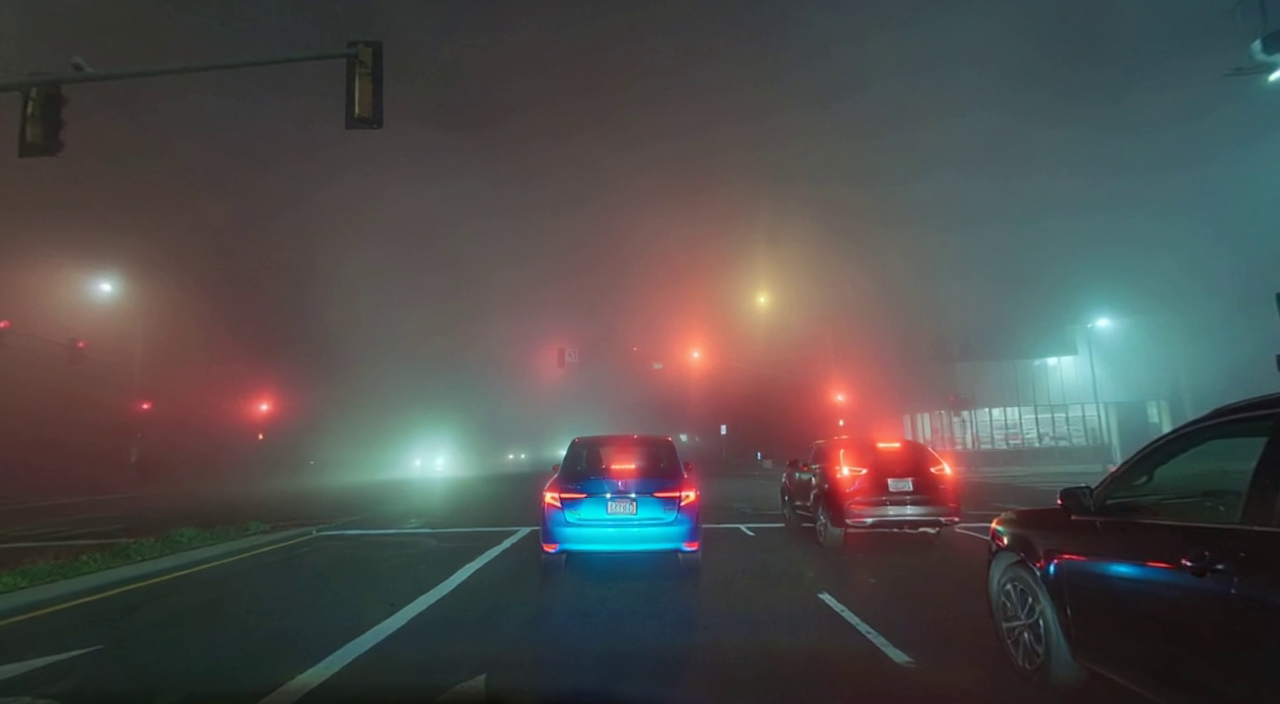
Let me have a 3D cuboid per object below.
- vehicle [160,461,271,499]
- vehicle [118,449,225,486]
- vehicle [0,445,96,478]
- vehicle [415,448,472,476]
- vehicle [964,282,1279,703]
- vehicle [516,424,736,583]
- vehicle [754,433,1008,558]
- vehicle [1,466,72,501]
[{"bbox_3d":[-19.075,5.760,28.702,1.942,1.453,4.448,0,-9,0],"label":"vehicle"},{"bbox_3d":[-27.480,6.752,37.359,2.300,1.932,5.056,-1,-8,2],"label":"vehicle"},{"bbox_3d":[-35.655,6.449,37.430,2.145,1.797,5.198,-1,-9,1],"label":"vehicle"},{"bbox_3d":[-11.674,6.558,37.877,1.887,1.516,4.524,0,-8,1],"label":"vehicle"},{"bbox_3d":[3.001,0.629,1.576,2.047,1.785,4.357,0,-8,0],"label":"vehicle"},{"bbox_3d":[-0.141,1.740,8.051,2.095,1.502,3.873,0,-8,0],"label":"vehicle"},{"bbox_3d":[3.212,1.995,9.598,2.009,1.414,4.416,0,-8,-2],"label":"vehicle"},{"bbox_3d":[-27.999,6.076,29.449,1.972,1.433,4.324,8,-12,-39],"label":"vehicle"}]
